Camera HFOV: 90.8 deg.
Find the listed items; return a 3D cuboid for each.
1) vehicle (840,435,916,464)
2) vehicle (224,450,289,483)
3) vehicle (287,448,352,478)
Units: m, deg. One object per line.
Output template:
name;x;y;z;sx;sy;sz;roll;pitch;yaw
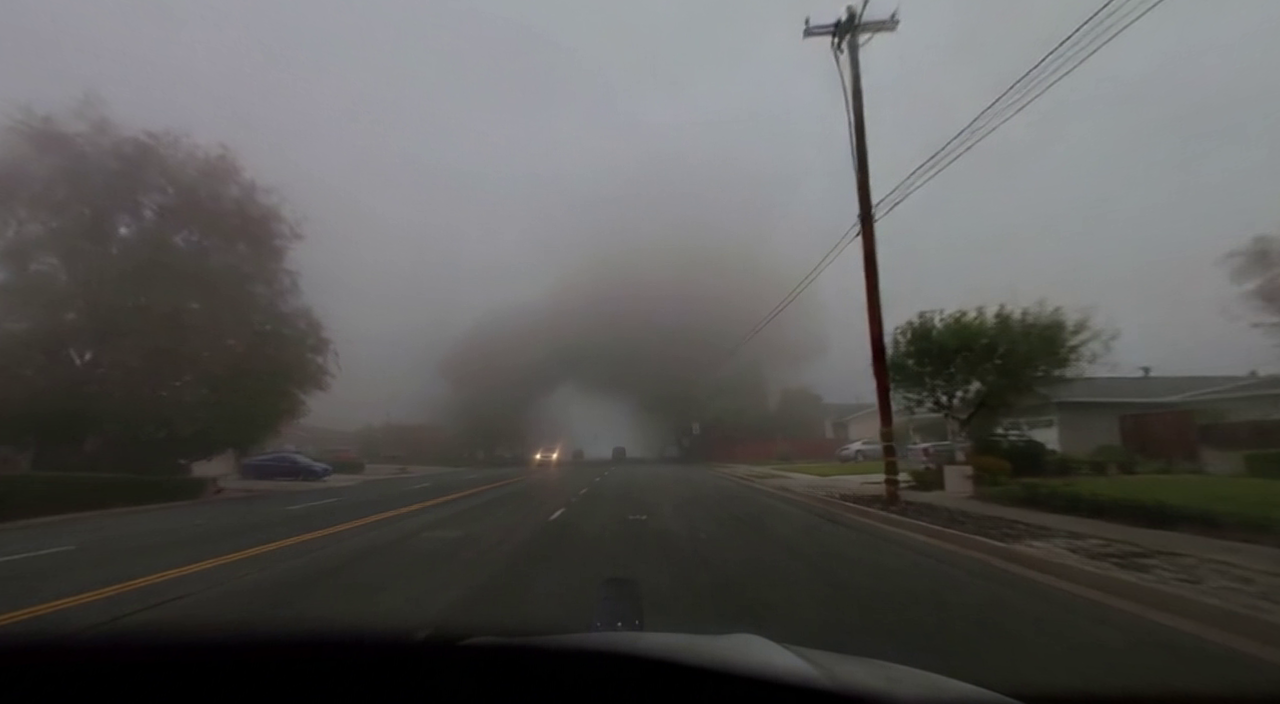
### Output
vehicle;15.216;6.256;40.328;4.362;1.702;2.333;7;-12;-33
vehicle;-22.628;6.661;37.228;2.253;1.768;4.266;7;-12;-43
vehicle;-22.968;7.861;45.201;5.429;1.949;2.437;-9;-12;44
